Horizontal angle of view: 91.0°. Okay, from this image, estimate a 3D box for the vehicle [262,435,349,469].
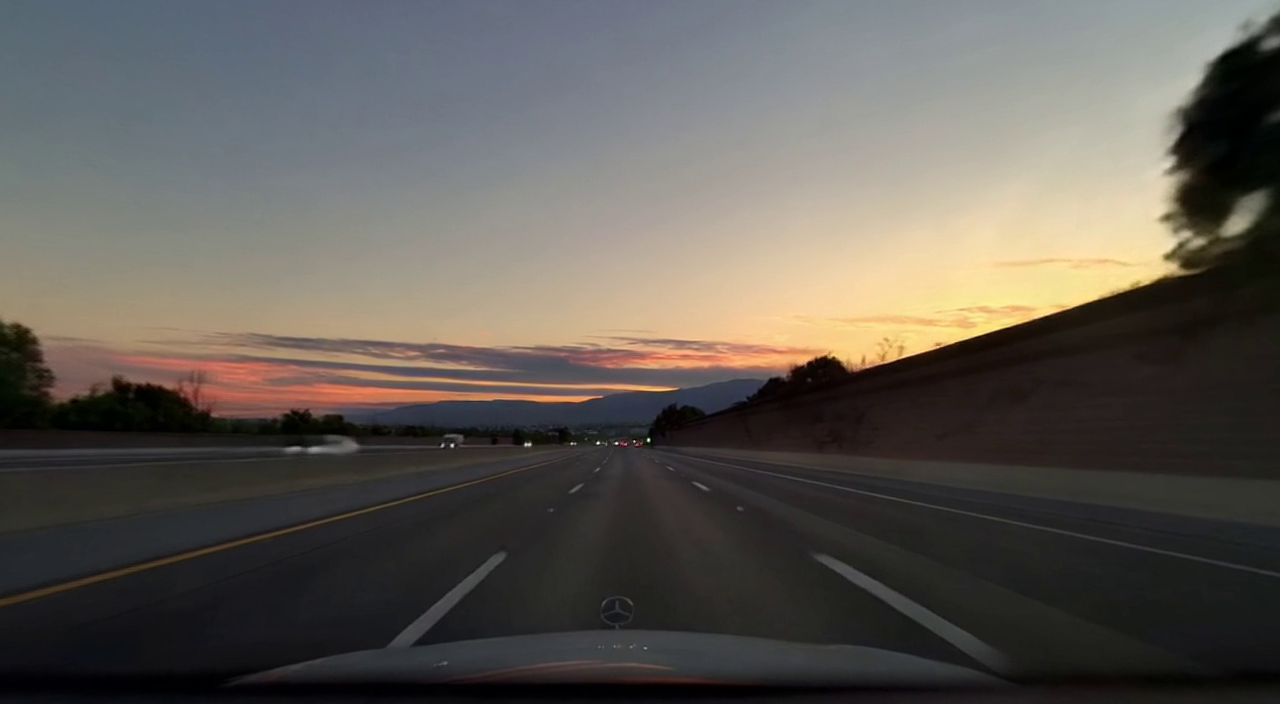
[{"bbox_3d":[-16.150,4.819,30.637,1.907,1.527,4.232,0,-8,0],"label":"vehicle"}]
